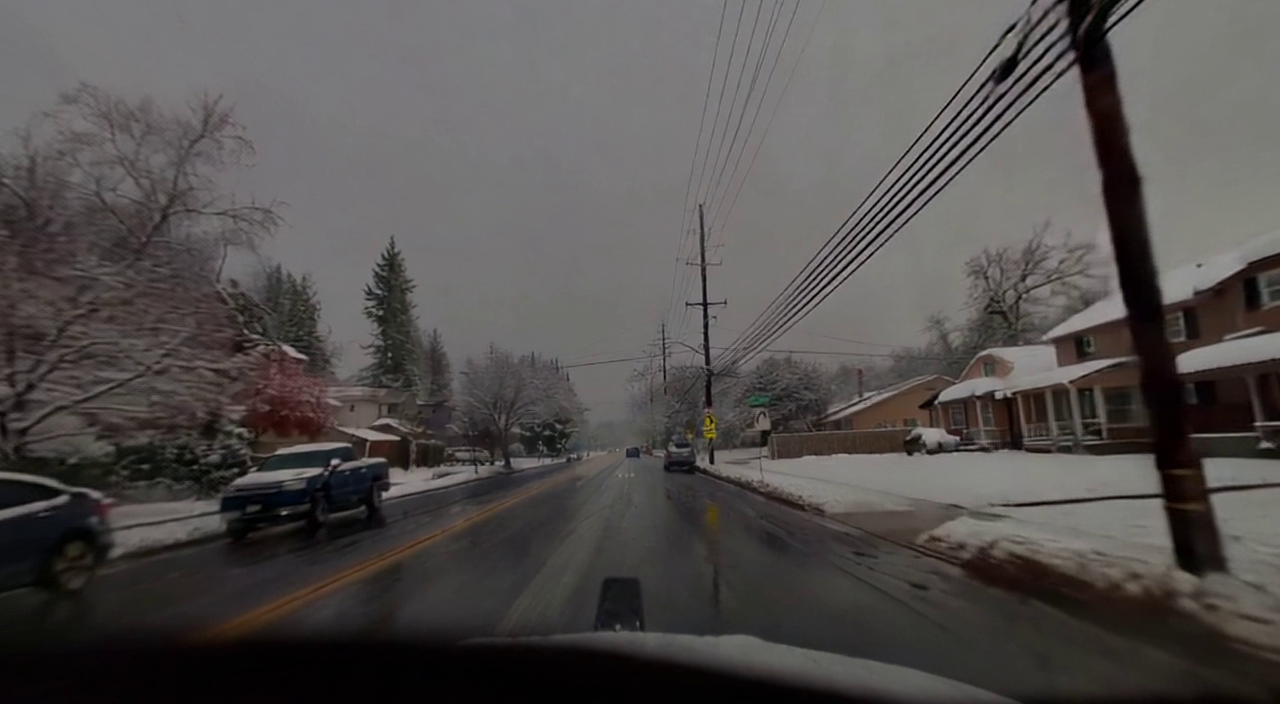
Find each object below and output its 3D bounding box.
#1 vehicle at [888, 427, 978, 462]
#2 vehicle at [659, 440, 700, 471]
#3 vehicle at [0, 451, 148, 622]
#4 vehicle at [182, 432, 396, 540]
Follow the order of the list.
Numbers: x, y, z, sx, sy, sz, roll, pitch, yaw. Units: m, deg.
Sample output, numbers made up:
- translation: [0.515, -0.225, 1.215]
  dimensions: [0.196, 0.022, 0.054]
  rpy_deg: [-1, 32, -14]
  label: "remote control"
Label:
- translation: [13.840, 4.392, 29.896]
  dimensions: [3.645, 1.532, 1.806]
  rpy_deg: [-5, -10, 29]
  label: "vehicle"
- translation: [2.284, 6.181, 37.834]
  dimensions: [1.971, 1.710, 4.210]
  rpy_deg: [0, -9, -3]
  label: "vehicle"
- translation: [-7.051, 1.736, 5.729]
  dimensions: [2.041, 1.587, 3.920]
  rpy_deg: [-2, -9, -1]
  label: "vehicle"
- translation: [-7.218, 2.786, 13.694]
  dimensions: [2.135, 1.787, 4.452]
  rpy_deg: [-4, -9, 0]
  label: "vehicle"
